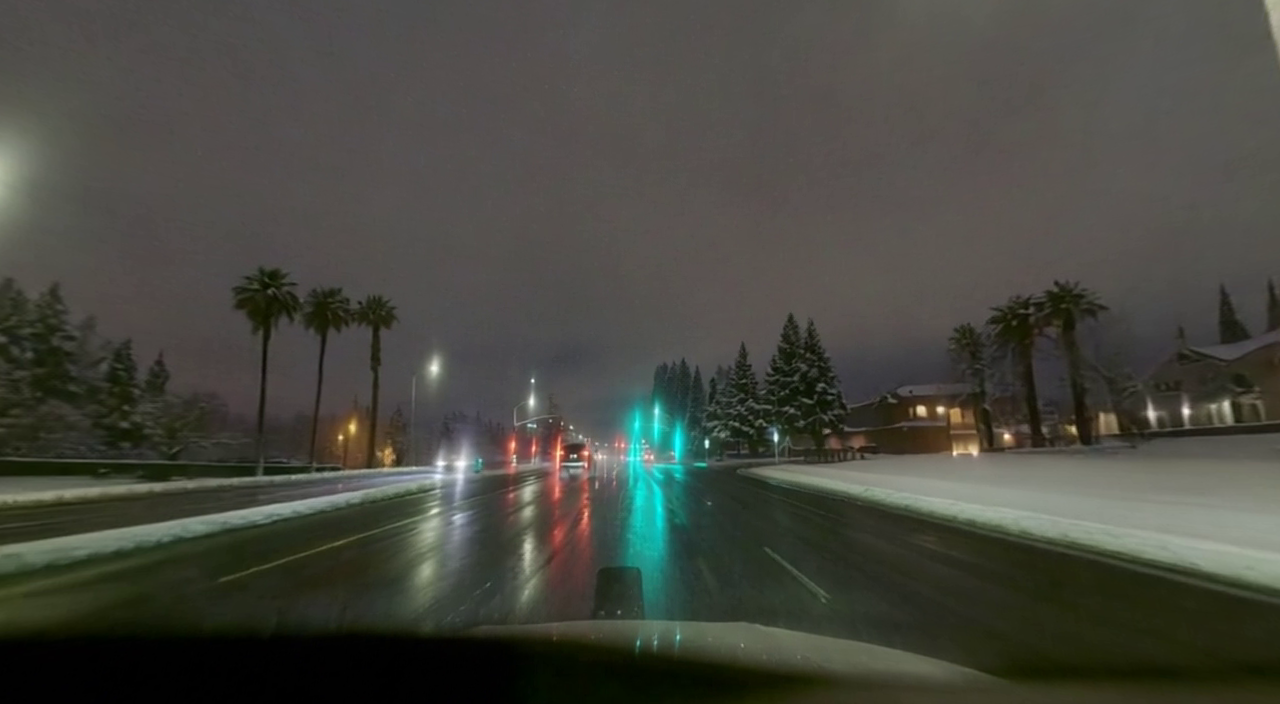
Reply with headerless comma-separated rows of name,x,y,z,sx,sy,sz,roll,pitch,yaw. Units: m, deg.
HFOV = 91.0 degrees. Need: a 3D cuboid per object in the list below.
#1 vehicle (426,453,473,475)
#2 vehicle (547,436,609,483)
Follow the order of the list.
vehicle,-14.172,8.366,47.248,1.962,1.511,4.802,0,-9,1
vehicle,-2.784,5.037,29.746,2.370,1.968,5.698,0,-9,0
